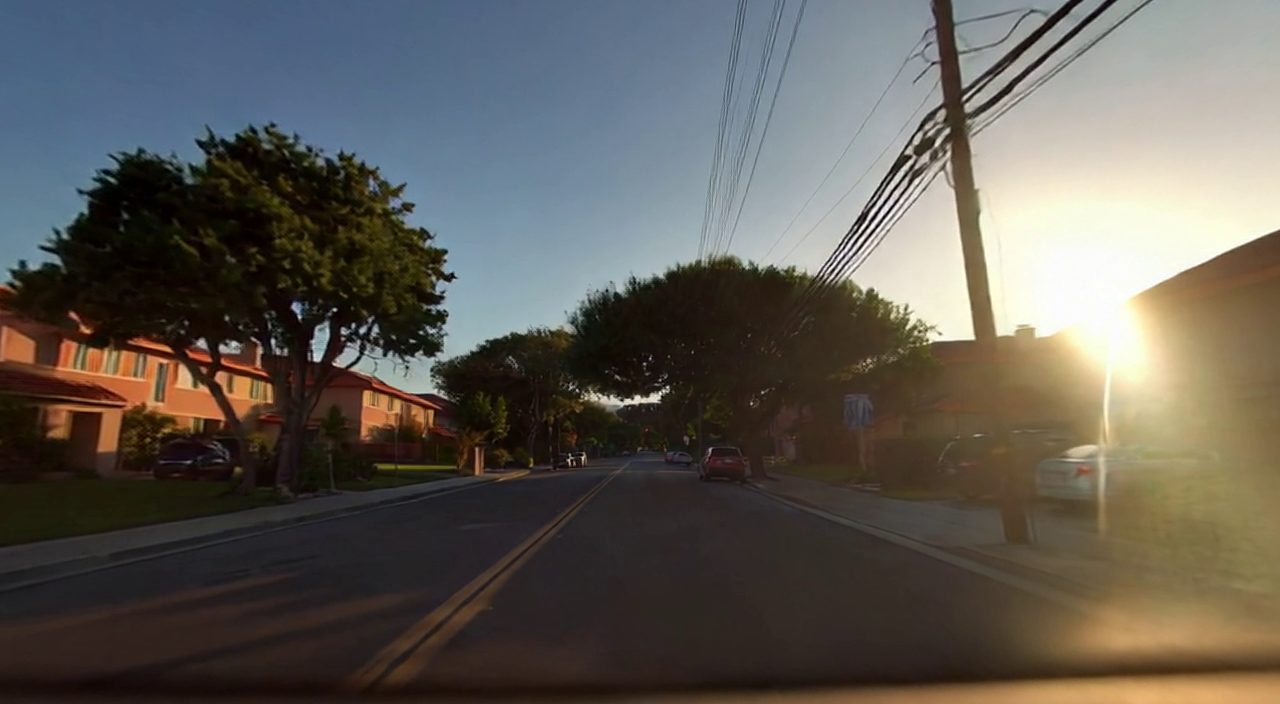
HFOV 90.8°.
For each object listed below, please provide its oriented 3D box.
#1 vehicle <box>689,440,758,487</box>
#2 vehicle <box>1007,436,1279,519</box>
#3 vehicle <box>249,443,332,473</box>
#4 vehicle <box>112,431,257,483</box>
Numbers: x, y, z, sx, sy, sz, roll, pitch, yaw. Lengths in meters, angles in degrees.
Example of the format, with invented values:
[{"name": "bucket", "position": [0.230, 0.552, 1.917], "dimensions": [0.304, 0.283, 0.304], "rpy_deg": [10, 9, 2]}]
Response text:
[{"name": "vehicle", "position": [3.592, 4.908, 28.191], "dimensions": [2.114, 1.858, 5.144], "rpy_deg": [0, -9, -3]}, {"name": "vehicle", "position": [10.391, 2.482, 12.786], "dimensions": [4.625, 1.501, 2.011], "rpy_deg": [0, -8, 0]}, {"name": "vehicle", "position": [-21.681, 6.586, 39.510], "dimensions": [2.139, 1.746, 5.099], "rpy_deg": [0, -8, 2]}, {"name": "vehicle", "position": [-17.932, 4.178, 25.275], "dimensions": [2.034, 1.829, 5.161], "rpy_deg": [0, -9, -2]}]
